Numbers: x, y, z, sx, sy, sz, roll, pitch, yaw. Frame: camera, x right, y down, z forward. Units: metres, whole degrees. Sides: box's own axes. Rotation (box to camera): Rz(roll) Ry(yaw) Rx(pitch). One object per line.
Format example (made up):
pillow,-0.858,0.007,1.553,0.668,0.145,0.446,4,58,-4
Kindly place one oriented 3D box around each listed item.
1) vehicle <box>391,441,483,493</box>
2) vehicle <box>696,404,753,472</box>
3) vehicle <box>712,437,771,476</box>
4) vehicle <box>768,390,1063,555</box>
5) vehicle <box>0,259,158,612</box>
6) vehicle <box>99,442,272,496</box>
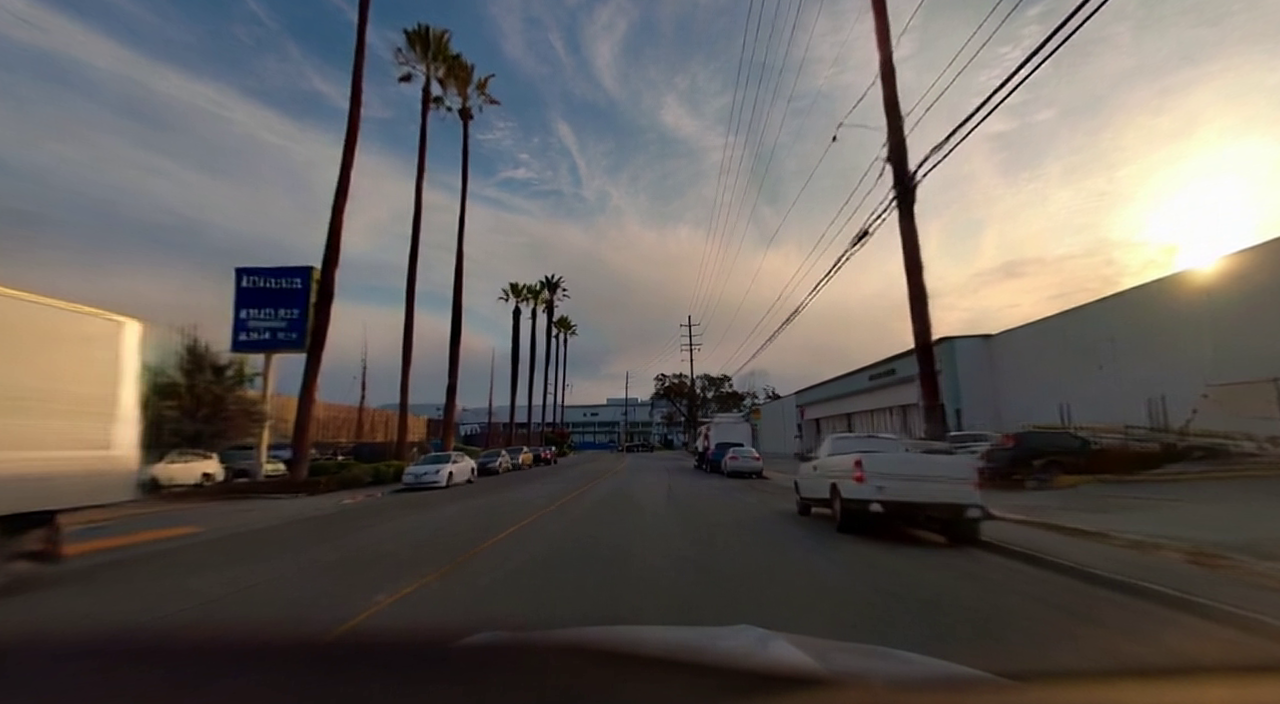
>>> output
vehicle,-7.426,4.215,23.554,1.936,1.632,4.145,-3,-8,2
vehicle,5.088,5.478,39.852,2.933,3.697,10.065,-1,-9,4
vehicle,4.930,5.162,31.481,2.141,1.739,5.130,0,-9,1
vehicle,3.955,1.916,10.787,2.400,1.985,6.155,0,-9,2
vehicle,-7.853,0.505,4.113,2.941,3.418,7.738,-1,-9,3
vehicle,-15.391,3.971,21.836,1.935,1.550,4.951,-3,-9,7
